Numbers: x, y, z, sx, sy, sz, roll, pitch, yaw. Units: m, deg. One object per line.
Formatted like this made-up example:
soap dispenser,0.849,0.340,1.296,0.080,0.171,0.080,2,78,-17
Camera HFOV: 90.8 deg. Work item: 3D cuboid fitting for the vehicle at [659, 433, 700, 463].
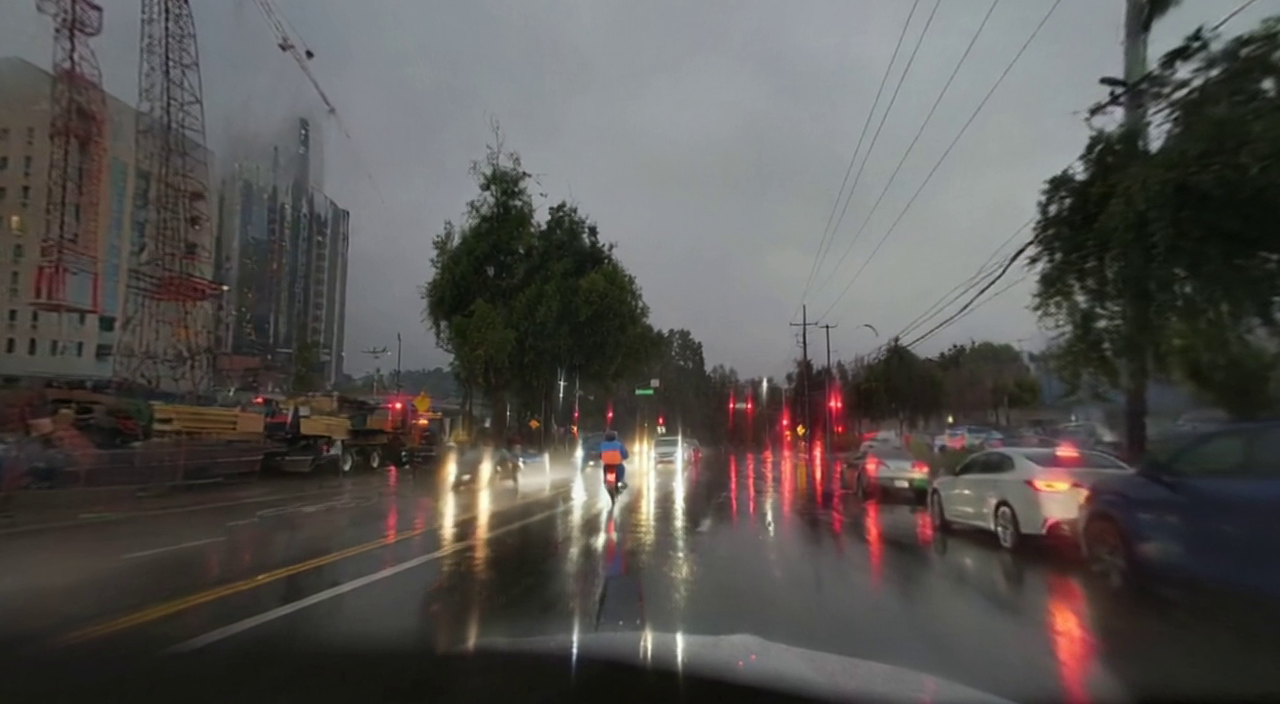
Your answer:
vehicle,2.799,6.635,43.630,2.295,1.929,5.498,-1,-8,9

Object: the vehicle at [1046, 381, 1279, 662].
vehicle,5.382,1.109,4.117,2.387,1.820,5.286,-1,-8,6

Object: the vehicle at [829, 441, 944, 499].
vehicle,6.981,3.352,18.430,1.973,1.457,4.522,-1,-8,6

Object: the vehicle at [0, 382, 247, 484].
vehicle,-20.802,3.331,25.969,3.283,3.441,8.669,-1,-8,4

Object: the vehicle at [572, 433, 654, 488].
vehicle,-0.766,3.530,20.852,1.925,1.602,4.090,-1,-8,8

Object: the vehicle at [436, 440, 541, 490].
vehicle,-5.025,3.816,21.709,2.105,1.509,4.753,-1,-8,4

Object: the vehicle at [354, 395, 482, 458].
vehicle,-13.133,4.718,38.714,2.996,3.170,10.153,-5,-9,8

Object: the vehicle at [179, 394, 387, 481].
vehicle,-14.776,3.754,27.478,2.990,3.144,9.080,-1,-8,6
